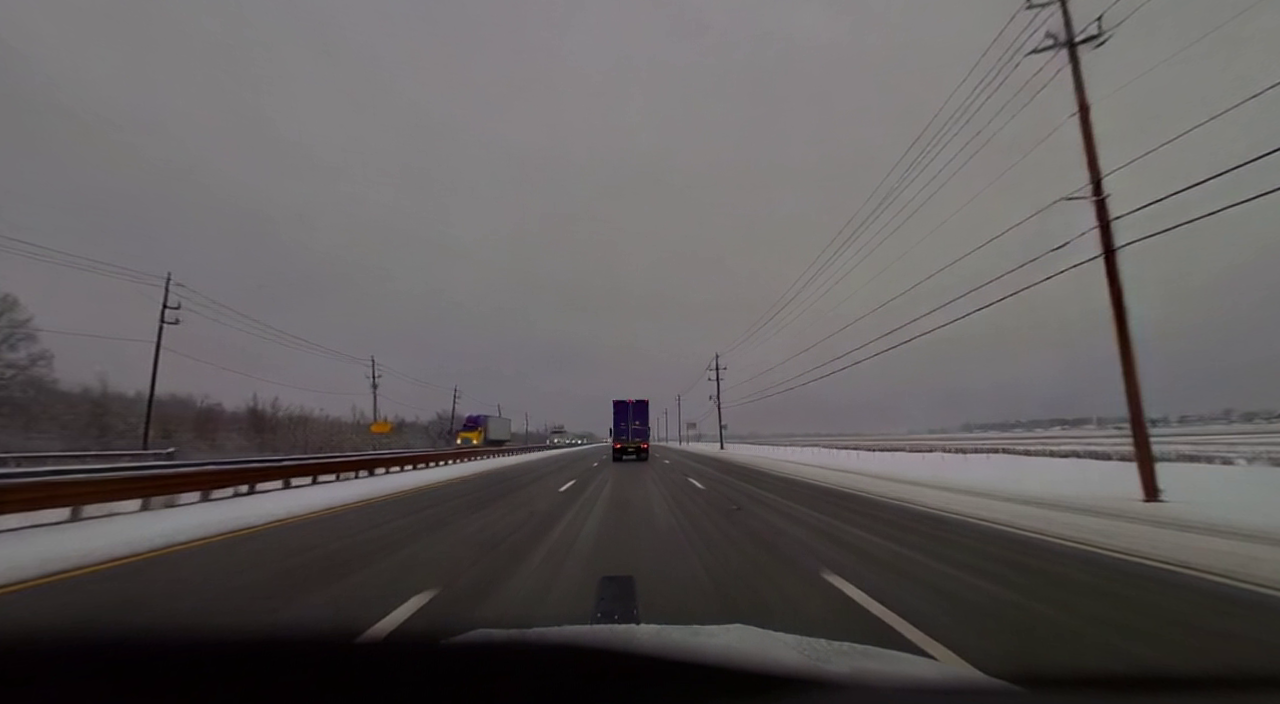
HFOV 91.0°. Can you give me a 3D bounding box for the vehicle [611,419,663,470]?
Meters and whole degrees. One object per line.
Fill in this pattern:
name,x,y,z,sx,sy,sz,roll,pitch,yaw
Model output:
vehicle,-0.210,4.268,29.128,2.240,2.129,4.480,0,-8,-2
